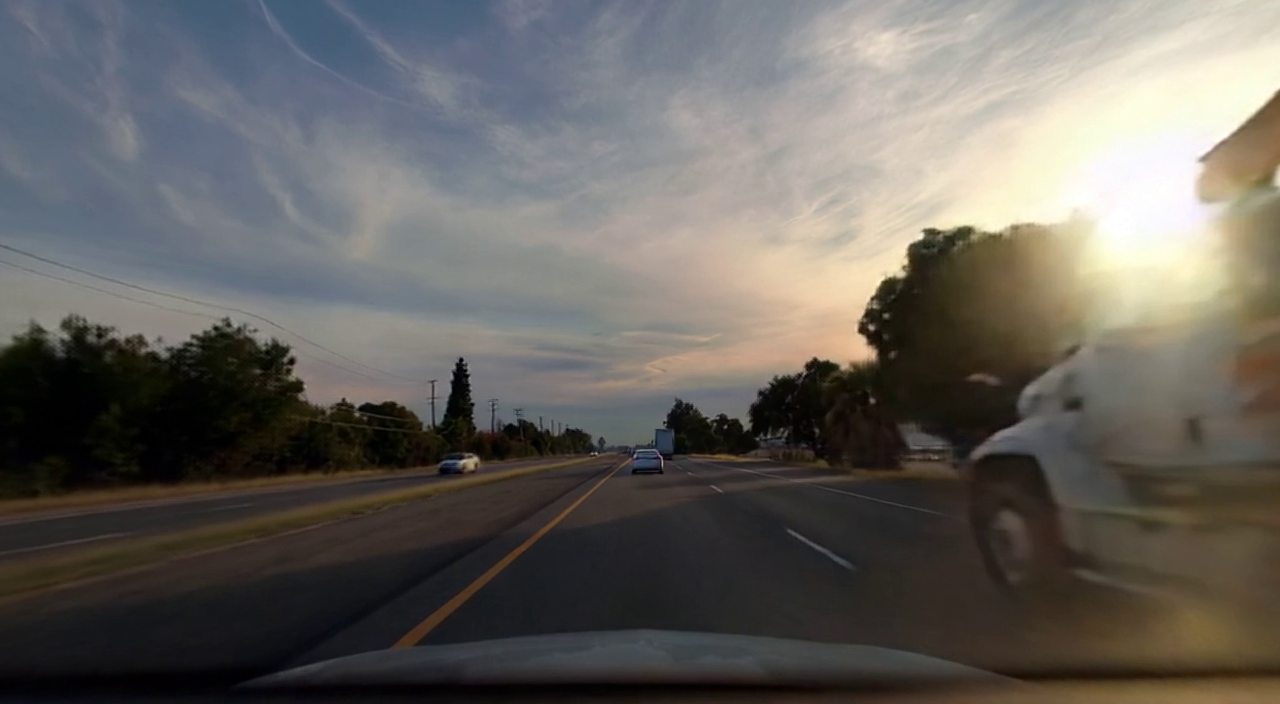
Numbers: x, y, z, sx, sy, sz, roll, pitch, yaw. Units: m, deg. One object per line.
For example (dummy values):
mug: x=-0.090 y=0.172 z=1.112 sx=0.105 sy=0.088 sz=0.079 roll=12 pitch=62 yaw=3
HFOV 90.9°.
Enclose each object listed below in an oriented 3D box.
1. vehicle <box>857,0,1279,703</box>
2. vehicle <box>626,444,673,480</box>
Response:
vehicle: x=4.156 y=-0.040 z=3.234 sx=3.089 sy=3.568 sz=8.101 roll=0 pitch=-9 yaw=0
vehicle: x=0.428 y=5.173 z=29.829 sx=2.045 sy=1.527 sz=4.023 roll=0 pitch=-9 yaw=0
